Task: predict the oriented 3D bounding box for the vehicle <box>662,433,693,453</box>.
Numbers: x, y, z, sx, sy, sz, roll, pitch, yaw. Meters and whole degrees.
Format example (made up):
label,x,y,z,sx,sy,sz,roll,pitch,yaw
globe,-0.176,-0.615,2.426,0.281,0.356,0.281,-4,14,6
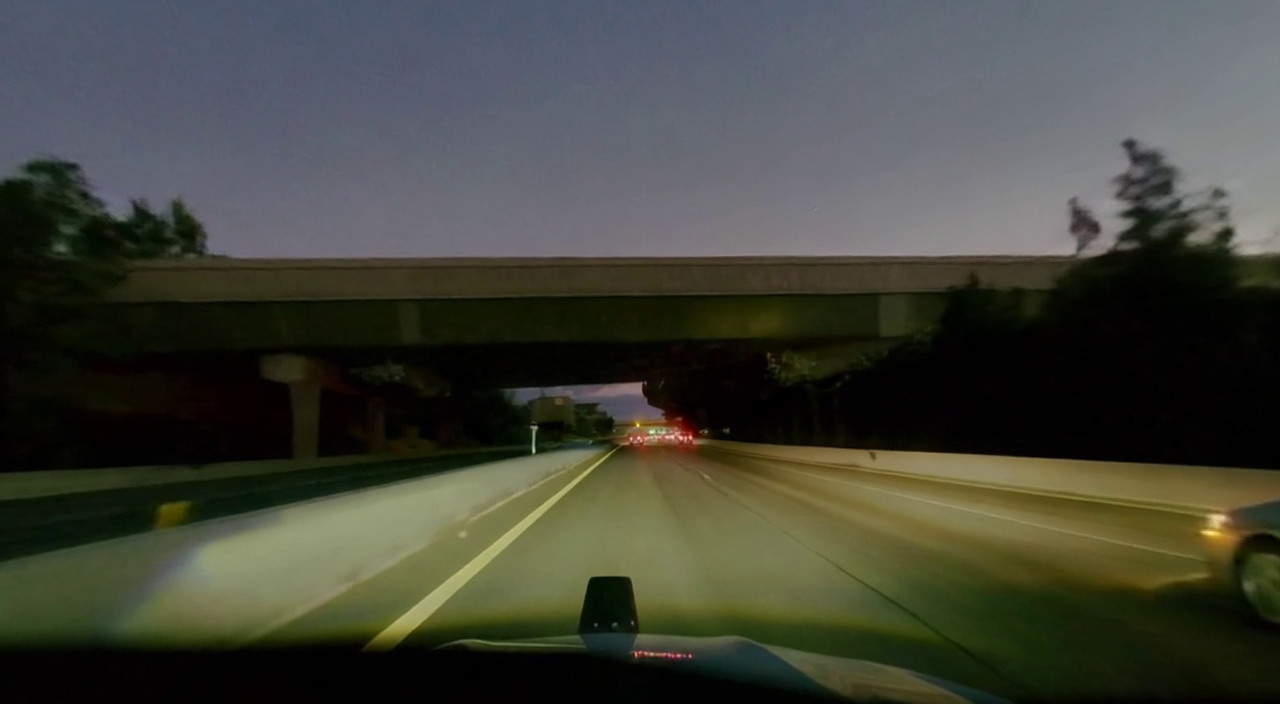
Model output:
label,x,y,z,sx,sy,sz,roll,pitch,yaw
vehicle,2.787,6.872,47.653,1.981,1.490,3.449,0,-8,-3
